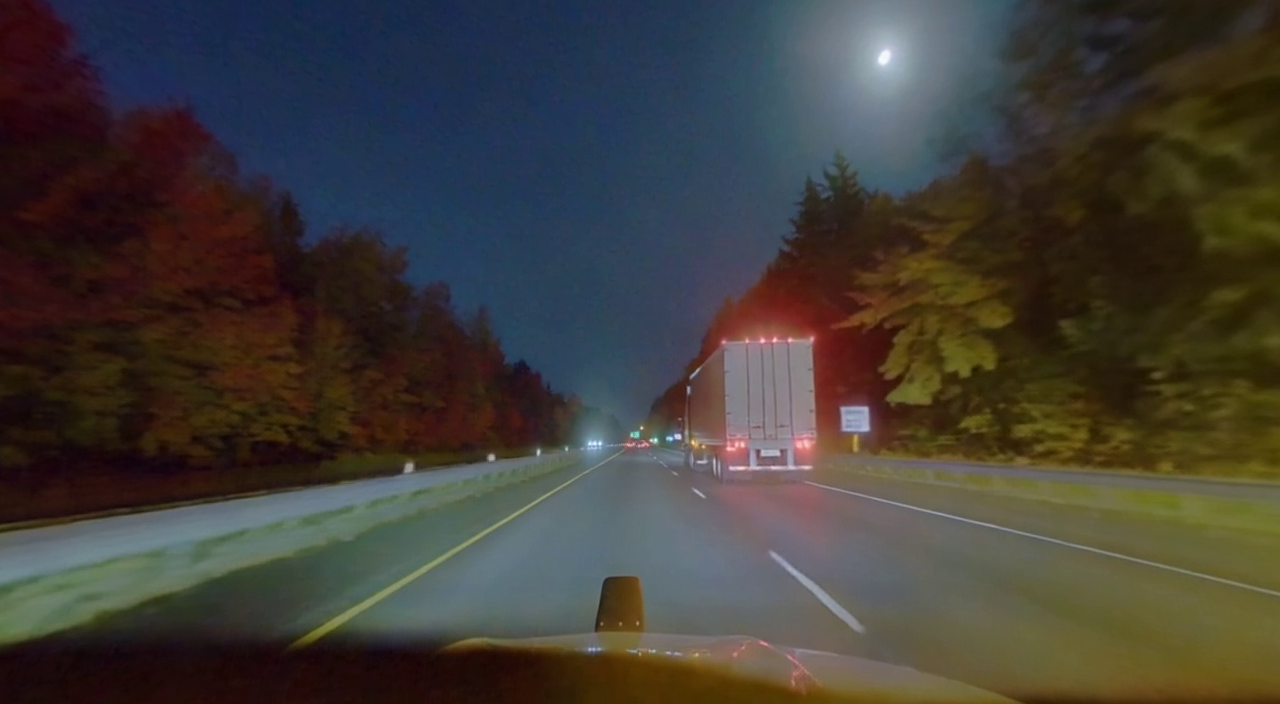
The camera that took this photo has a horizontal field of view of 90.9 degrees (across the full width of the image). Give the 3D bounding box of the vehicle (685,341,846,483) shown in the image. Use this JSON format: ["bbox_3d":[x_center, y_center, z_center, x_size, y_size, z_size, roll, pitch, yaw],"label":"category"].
[{"bbox_3d":[4.136,2.763,25.638,3.357,4.101,14.659,0,-8,-1],"label":"vehicle"}]
